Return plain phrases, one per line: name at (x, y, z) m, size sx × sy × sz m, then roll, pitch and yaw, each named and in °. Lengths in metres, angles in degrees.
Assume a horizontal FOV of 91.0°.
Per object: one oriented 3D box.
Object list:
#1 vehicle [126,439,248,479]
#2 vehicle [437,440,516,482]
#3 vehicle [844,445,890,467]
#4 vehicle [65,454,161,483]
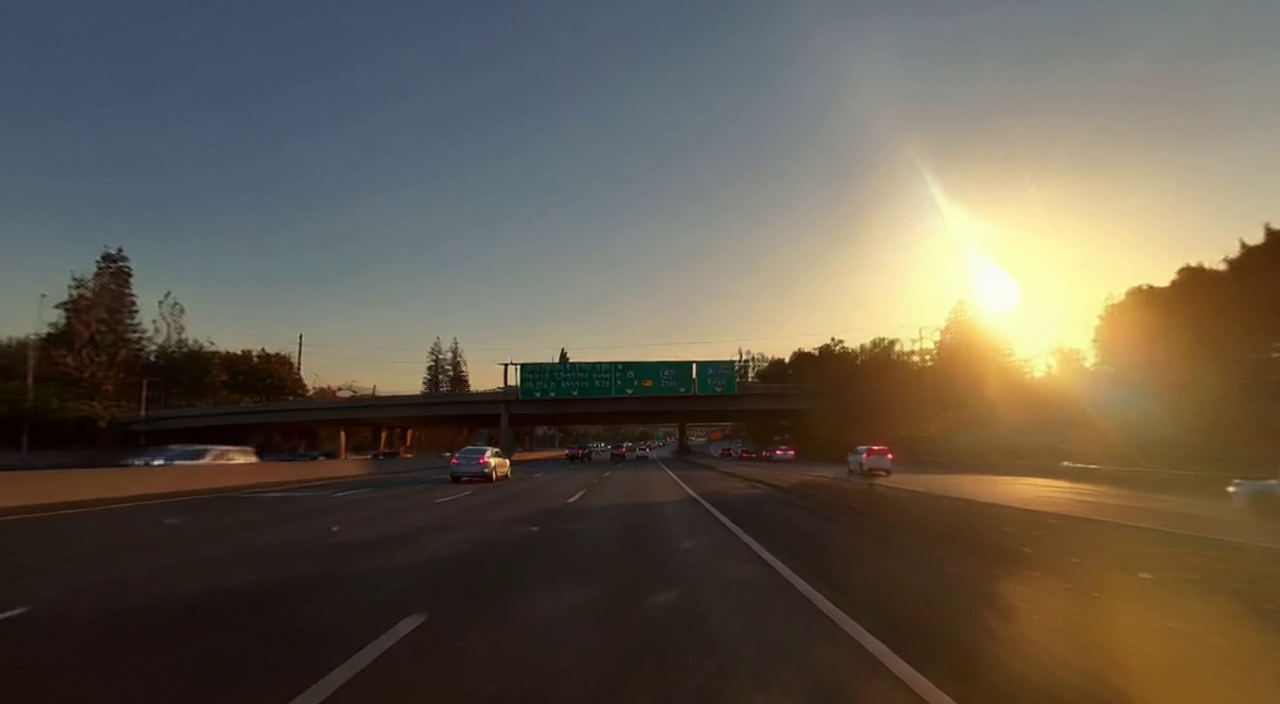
vehicle at (-24.231, 5.730, 34.070) m, size 2.299 × 1.967 × 5.698 m, roll 0°, pitch -9°, yaw 1°
vehicle at (-6.428, 4.313, 25.289) m, size 1.985 × 1.513 × 4.172 m, roll 0°, pitch -9°, yaw 1°
vehicle at (17.816, 8.159, 49.617) m, size 1.884 × 1.567 × 4.692 m, roll 0°, pitch -9°, yaw 0°
vehicle at (-31.561, 6.965, 37.915) m, size 1.786 × 1.502 × 4.610 m, roll 0°, pitch -9°, yaw 0°
